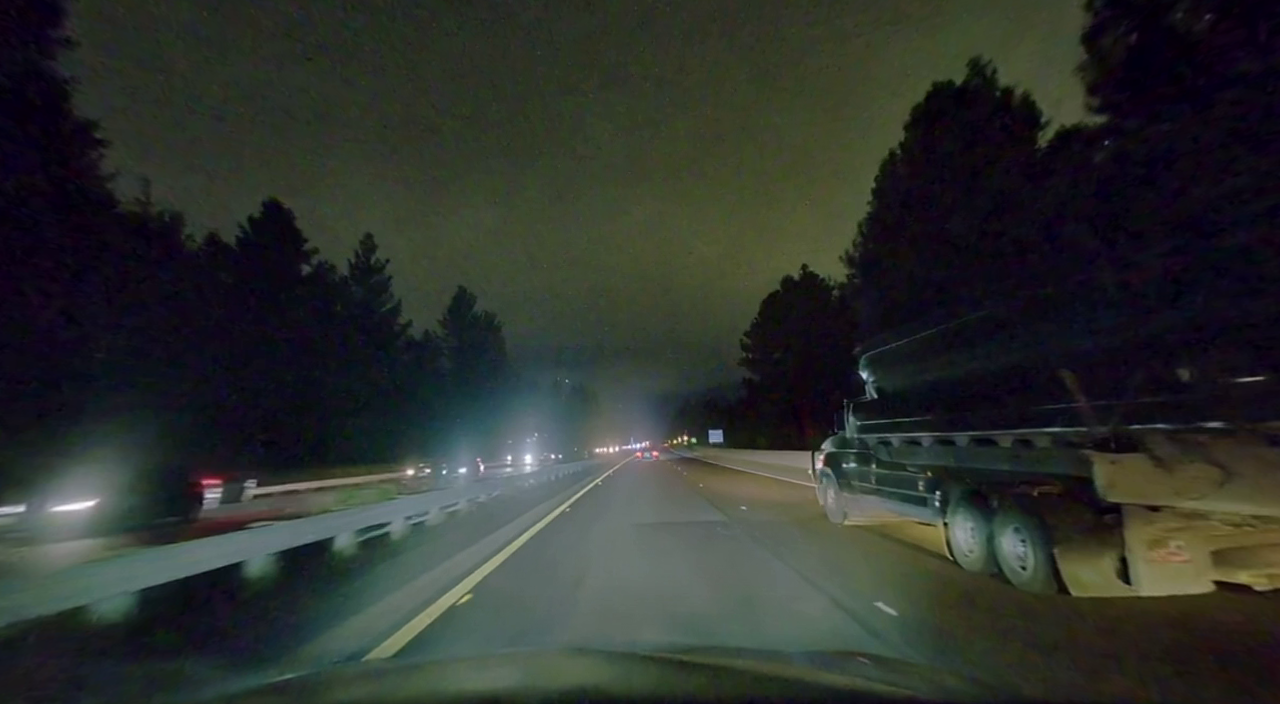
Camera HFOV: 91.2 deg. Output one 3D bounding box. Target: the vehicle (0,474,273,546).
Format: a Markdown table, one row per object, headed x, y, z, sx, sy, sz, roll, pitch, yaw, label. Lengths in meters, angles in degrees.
| x | y | z | sx | sy | sz | roll | pitch | yaw | label |
| --- | --- | --- | --- | --- | --- | --- | --- | --- | --- |
| -13.199 | 3.698 | 15.555 | 2.836 | 1.034 | 8.894 | 0 | -9 | 1 | vehicle |

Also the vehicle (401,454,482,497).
| x | y | z | sx | sy | sz | roll | pitch | yaw | label |
| --- | --- | --- | --- | --- | --- | --- | --- | --- | --- |
| -7.756 | 4.829 | 24.867 | 1.876 | 1.494 | 3.756 | -1 | -9 | 2 | vehicle |

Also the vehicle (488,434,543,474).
| x | y | z | sx | sy | sz | roll | pitch | yaw | label |
| --- | --- | --- | --- | --- | --- | --- | --- | --- | --- |
| -8.923 | 7.425 | 45.758 | 2.380 | 2.679 | 7.252 | -1 | -9 | 1 | vehicle |

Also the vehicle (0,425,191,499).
| x | y | z | sx | sy | sz | roll | pitch | yaw | label |
| --- | --- | --- | --- | --- | --- | --- | --- | --- | --- |
| -13.093 | 2.581 | 14.467 | 1.880 | 1.405 | 4.741 | -3 | -10 | 2 | vehicle |

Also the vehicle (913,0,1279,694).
| x | y | z | sx | sy | sz | roll | pitch | yaw | label |
| --- | --- | --- | --- | --- | --- | --- | --- | --- | --- |
| 4.742 | -0.679 | 0.233 | 2.833 | 3.888 | 14.000 | 0 | -9 | -1 | vehicle |

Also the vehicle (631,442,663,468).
| x | y | z | sx | sy | sz | roll | pitch | yaw | label |
| --- | --- | --- | --- | --- | --- | --- | --- | --- | --- |
| 0.498 | 7.056 | 43.078 | 2.098 | 1.692 | 4.038 | 0 | -9 | 0 | vehicle |
